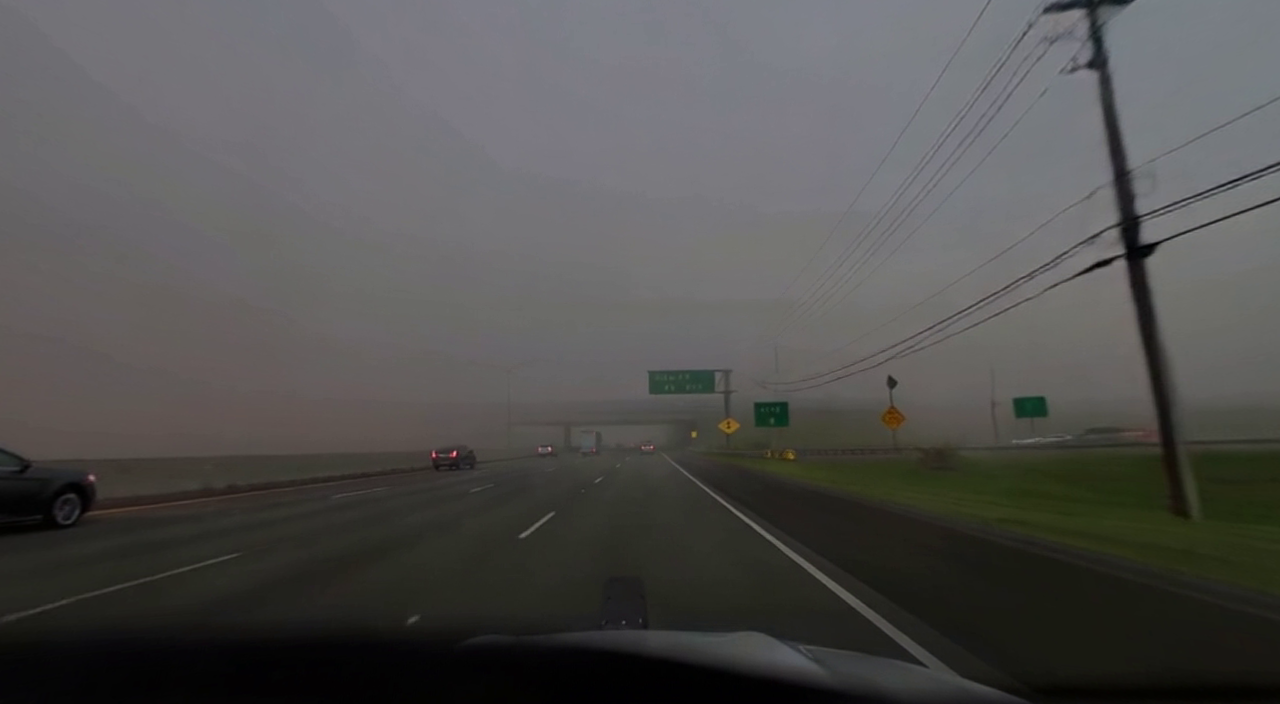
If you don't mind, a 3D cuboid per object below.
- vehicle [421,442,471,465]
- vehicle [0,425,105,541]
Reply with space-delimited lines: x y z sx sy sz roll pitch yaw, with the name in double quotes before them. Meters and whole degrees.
"vehicle" -13.527 7.093 44.210 1.988 1.477 4.442 0 -8 1
"vehicle" -10.312 1.801 8.502 2.122 1.655 4.533 0 -8 1
